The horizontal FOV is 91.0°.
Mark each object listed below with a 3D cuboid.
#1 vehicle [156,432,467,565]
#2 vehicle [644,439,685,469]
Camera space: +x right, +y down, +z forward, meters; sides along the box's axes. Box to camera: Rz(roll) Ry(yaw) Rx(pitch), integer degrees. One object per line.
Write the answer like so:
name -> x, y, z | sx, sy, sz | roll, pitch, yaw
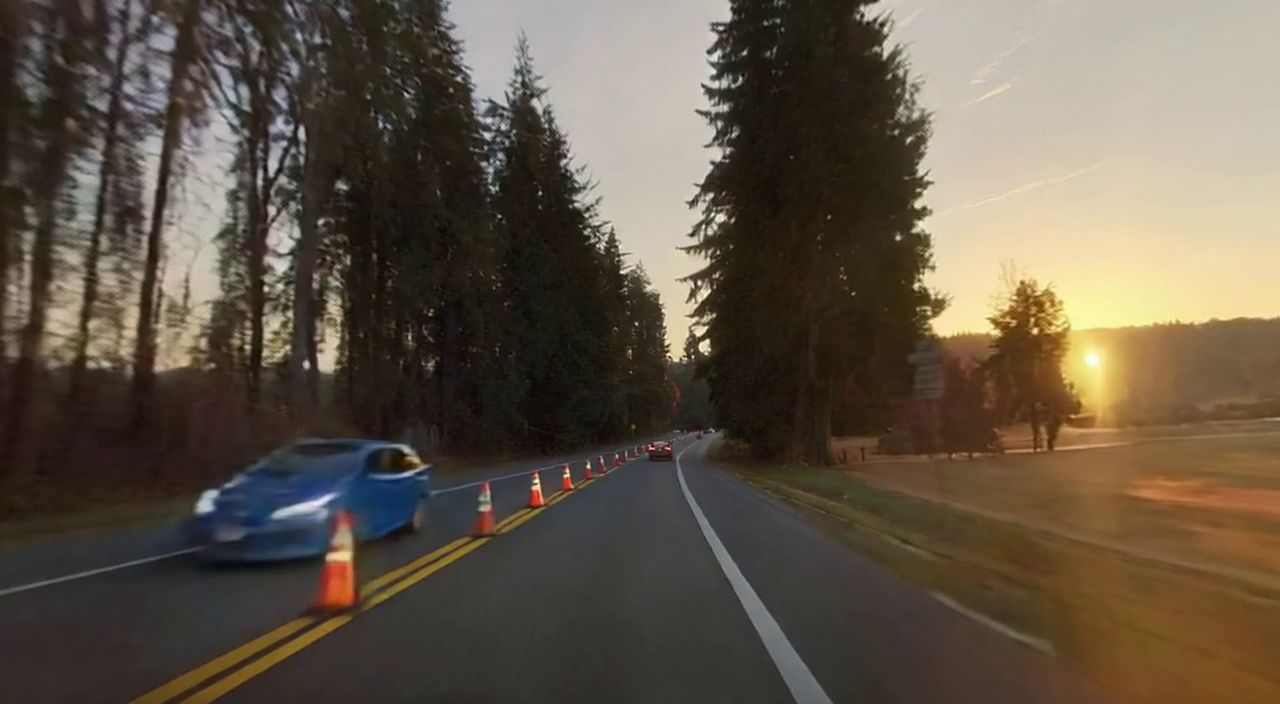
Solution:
vehicle -> -4.253, 1.953, 9.192 | 2.046, 1.451, 4.342 | -1, -9, 3
vehicle -> 1.339, 5.472, 33.921 | 2.042, 1.489, 3.963 | -1, -9, 3
